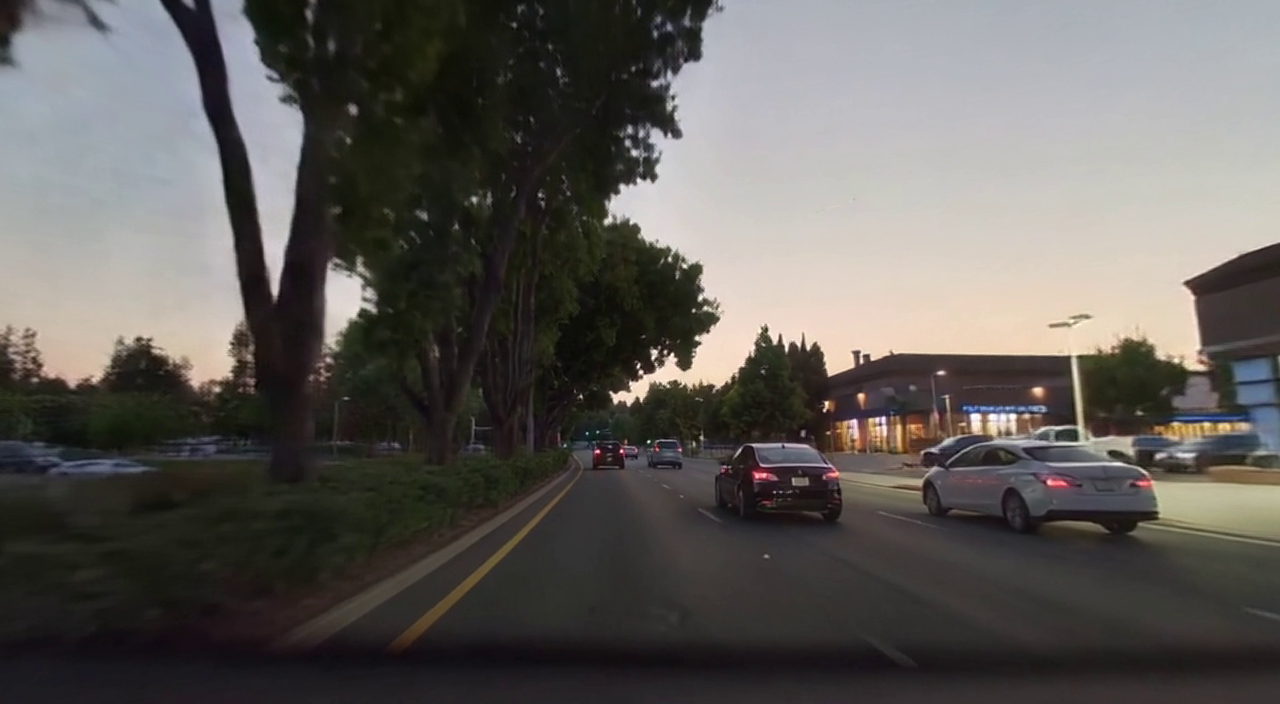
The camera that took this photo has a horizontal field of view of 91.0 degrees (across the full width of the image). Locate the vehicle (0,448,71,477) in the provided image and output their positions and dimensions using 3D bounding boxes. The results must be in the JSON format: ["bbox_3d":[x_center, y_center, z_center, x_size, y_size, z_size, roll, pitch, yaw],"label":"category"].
[{"bbox_3d":[-30.294,5.334,30.571,3.468,1.345,1.795,0,-9,-4],"label":"vehicle"}]

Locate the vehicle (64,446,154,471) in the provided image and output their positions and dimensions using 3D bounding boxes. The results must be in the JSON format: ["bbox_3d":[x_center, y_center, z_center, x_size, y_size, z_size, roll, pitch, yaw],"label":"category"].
[{"bbox_3d":[-30.478,6.127,36.204,3.502,1.364,1.773,1,-9,-4],"label":"vehicle"}]

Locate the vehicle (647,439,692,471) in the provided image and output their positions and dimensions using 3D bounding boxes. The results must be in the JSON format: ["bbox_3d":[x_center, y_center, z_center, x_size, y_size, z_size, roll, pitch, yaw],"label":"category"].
[{"bbox_3d":[1.646,5.927,36.408,2.000,1.745,4.206,1,-9,-5],"label":"vehicle"}]

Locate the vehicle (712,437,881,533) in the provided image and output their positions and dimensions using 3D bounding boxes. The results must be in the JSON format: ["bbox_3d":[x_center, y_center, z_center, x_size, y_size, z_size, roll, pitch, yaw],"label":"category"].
[{"bbox_3d":[2.658,2.358,11.834,1.883,1.452,4.258,0,-9,-3],"label":"vehicle"}]

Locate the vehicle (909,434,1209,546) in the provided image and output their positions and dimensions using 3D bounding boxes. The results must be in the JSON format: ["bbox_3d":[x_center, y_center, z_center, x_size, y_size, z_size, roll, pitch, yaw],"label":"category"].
[{"bbox_3d":[6.495,2.154,10.531,1.917,1.457,4.274,0,-9,-3],"label":"vehicle"}]

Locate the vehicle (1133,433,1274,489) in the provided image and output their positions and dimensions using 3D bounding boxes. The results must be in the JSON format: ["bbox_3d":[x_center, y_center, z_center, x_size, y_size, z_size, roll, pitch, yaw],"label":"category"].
[{"bbox_3d":[22.979,4.408,26.079,2.528,1.997,5.919,-2,-8,24],"label":"vehicle"}]

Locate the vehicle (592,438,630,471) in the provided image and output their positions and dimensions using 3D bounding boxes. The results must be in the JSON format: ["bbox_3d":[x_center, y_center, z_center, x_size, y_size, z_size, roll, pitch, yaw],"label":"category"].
[{"bbox_3d":[-1.738,5.879,36.330,2.051,1.798,4.168,1,-9,-4],"label":"vehicle"}]
